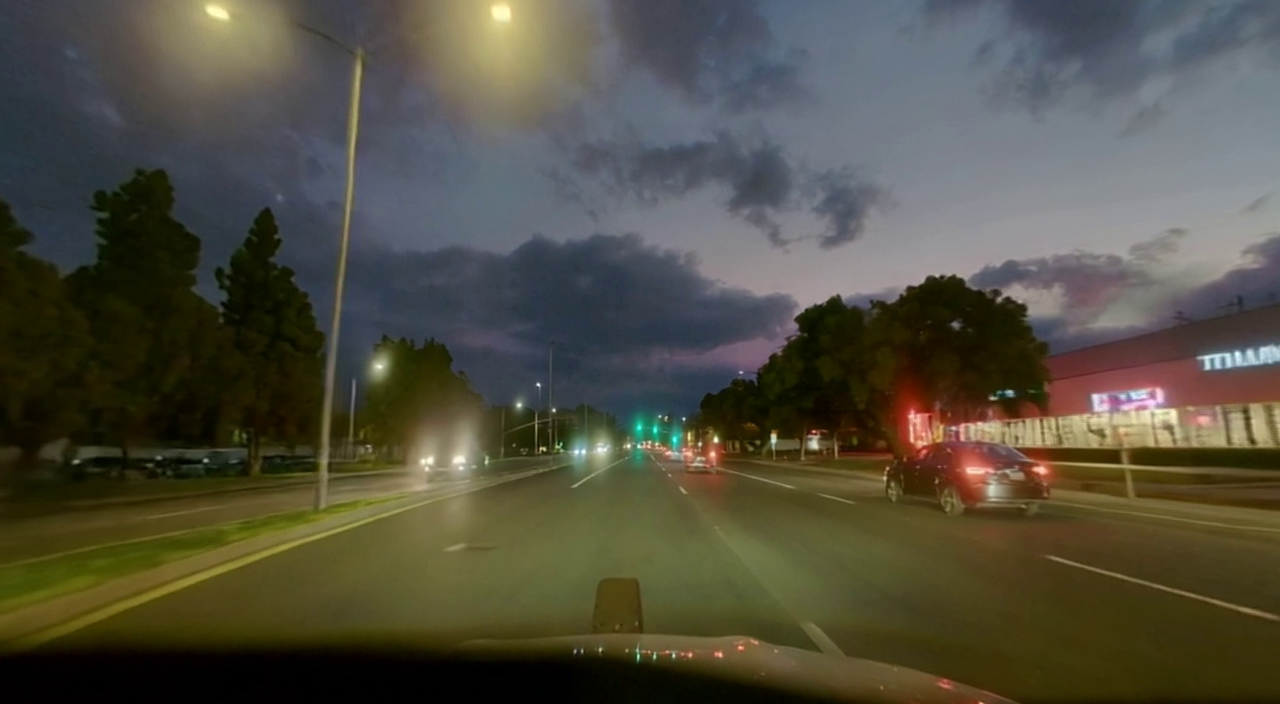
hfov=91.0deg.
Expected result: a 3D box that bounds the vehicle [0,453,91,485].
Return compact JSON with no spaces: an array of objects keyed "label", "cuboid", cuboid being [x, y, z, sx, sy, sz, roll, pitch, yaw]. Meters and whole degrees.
[{"label":"vehicle","cuboid":[-30.281,5.777,31.068,4.598,1.447,1.772,0,-8,0]}]

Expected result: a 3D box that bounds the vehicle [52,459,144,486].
[{"label":"vehicle","cuboid":[-29.162,6.460,33.903,3.281,1.321,1.809,0,-8,2]}]

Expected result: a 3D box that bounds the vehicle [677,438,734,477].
[{"label":"vehicle","cuboid":[2.957,4.878,29.334,2.161,1.676,4.151,1,-9,-1]}]

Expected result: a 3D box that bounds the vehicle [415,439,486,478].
[{"label":"vehicle","cuboid":[-9.304,5.251,31.272,2.160,1.785,4.280,0,-9,0]}]

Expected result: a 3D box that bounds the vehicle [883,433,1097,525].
[{"label":"vehicle","cuboid":[6.783,2.476,12.839,1.886,1.528,4.169,1,-9,-1]}]

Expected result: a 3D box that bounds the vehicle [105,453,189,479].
[{"label":"vehicle","cuboid":[-28.672,6.618,36.662,3.453,1.405,1.745,0,-8,2]}]

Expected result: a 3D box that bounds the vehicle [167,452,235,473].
[{"label":"vehicle","cuboid":[-29.341,7.379,42.109,3.351,1.369,1.579,0,-9,3]}]
